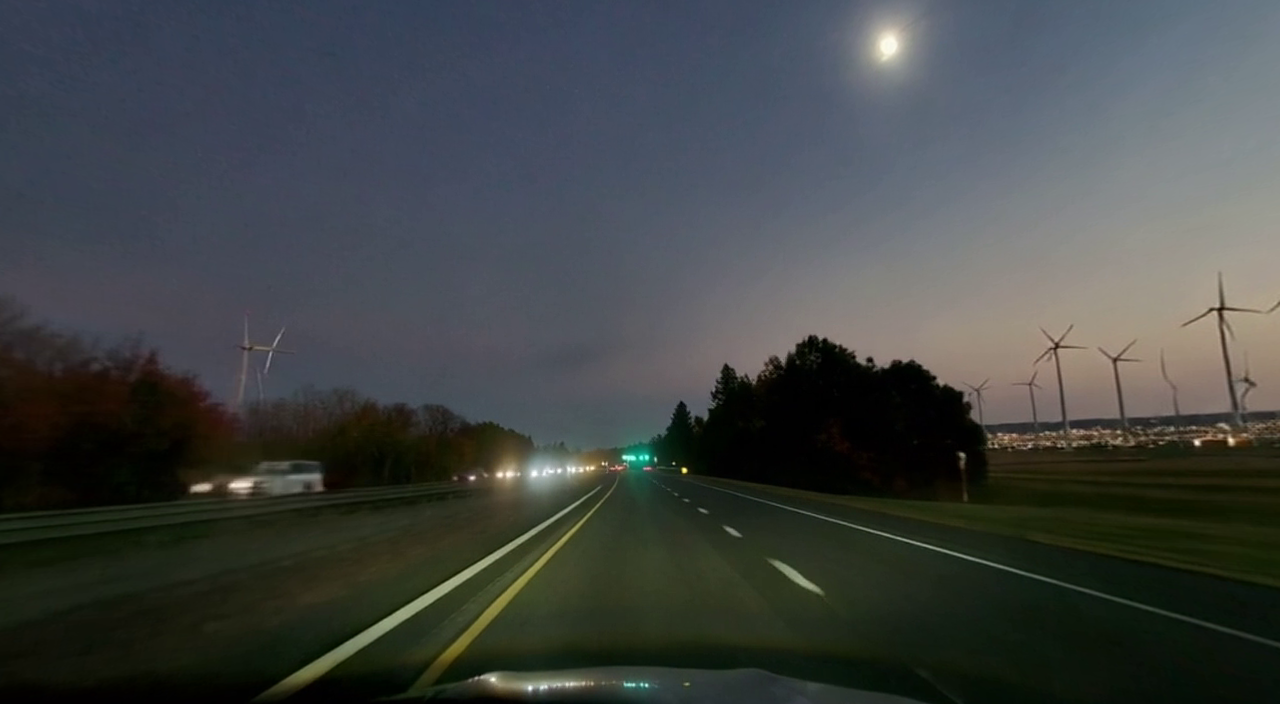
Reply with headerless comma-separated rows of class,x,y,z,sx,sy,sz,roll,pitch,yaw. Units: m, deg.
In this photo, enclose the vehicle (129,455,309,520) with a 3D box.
vehicle,-12.088,3.929,18.600,2.068,1.615,4.594,1,-11,0
